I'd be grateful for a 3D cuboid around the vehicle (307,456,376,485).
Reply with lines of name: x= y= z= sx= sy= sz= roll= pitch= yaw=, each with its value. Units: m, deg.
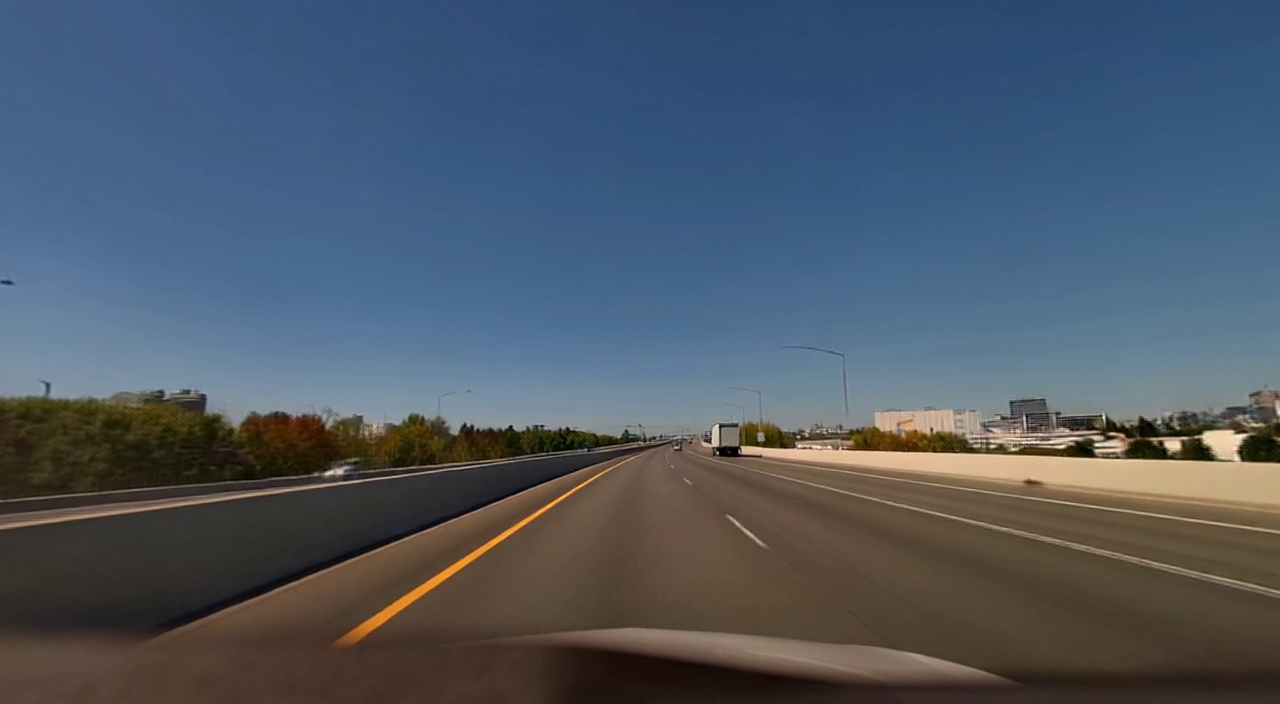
vehicle: x=-16.889 y=6.717 z=35.707 sx=1.877 sy=1.480 sz=4.009 roll=0 pitch=-9 yaw=1
